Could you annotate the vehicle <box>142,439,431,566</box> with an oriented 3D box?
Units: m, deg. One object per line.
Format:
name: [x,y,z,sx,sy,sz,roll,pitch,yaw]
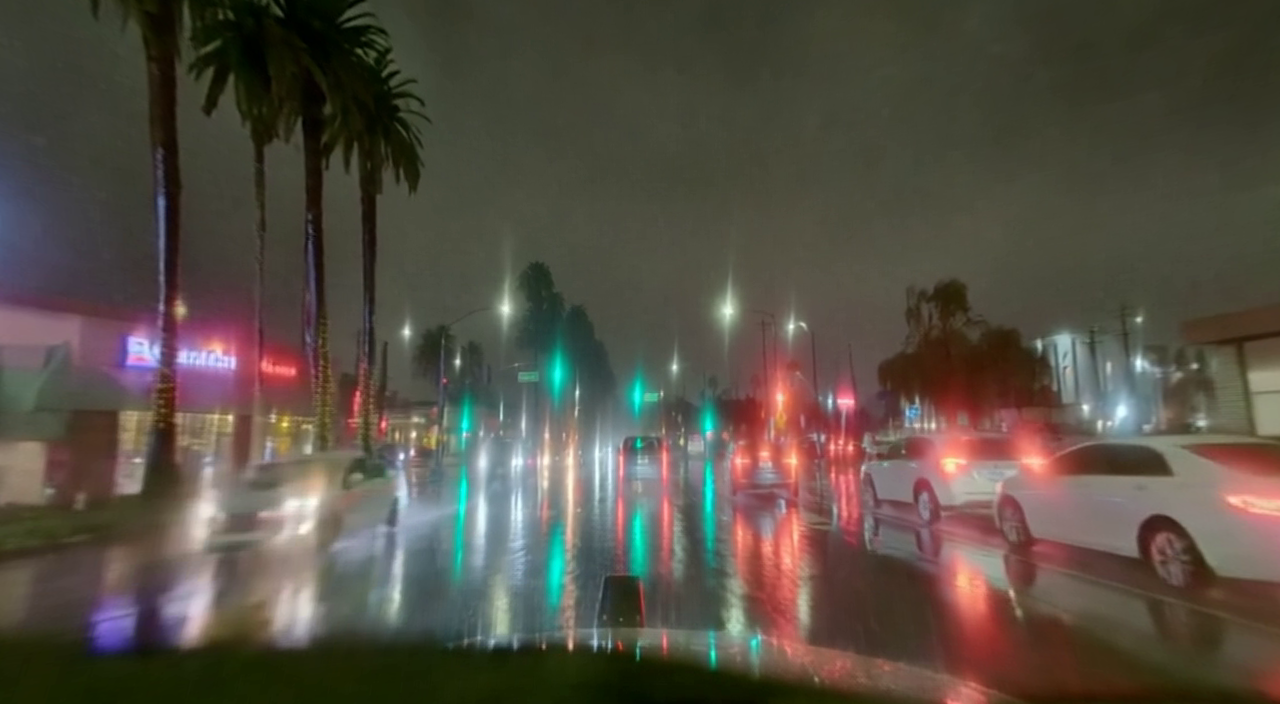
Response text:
vehicle: [-5.020,2.175,9.916,2.092,1.504,4.374,0,-9,-2]

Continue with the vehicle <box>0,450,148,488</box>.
vehicle: [-25.687,5.239,28.709,1.873,1.507,4.809,-4,-9,23]

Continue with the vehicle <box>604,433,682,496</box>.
vehicle: [0.034,3.612,20.667,2.264,1.798,4.531,0,-9,-1]

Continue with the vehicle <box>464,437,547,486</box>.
vehicle: [-5.332,4.413,25.757,2.341,1.762,4.865,0,-9,-1]

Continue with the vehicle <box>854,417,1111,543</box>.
vehicle: [6.149,2.363,12.354,1.981,1.893,5.238,0,-9,-1]

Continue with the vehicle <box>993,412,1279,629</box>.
vehicle: [6.147,1.613,6.755,2.008,1.729,4.647,0,-9,0]

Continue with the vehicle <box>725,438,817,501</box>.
vehicle: [3.937,3.614,19.787,2.070,1.711,4.480,-1,-9,3]
